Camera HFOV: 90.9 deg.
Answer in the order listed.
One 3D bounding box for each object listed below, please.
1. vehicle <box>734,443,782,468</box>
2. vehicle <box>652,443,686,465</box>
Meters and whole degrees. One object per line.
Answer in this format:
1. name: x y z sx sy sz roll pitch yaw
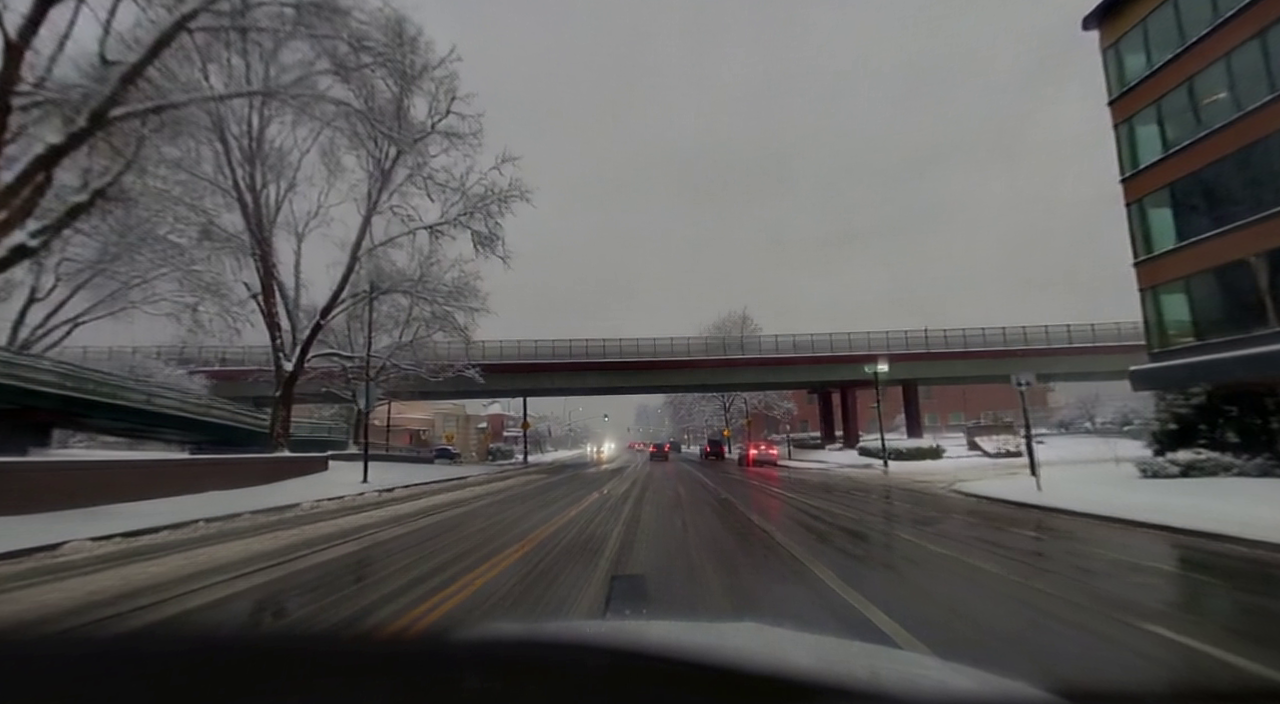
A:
1. vehicle: 7.270 6.413 39.334 2.035 1.435 4.481 0 -9 -1
2. vehicle: 2.049 7.201 44.794 2.280 1.475 4.051 0 -9 2
